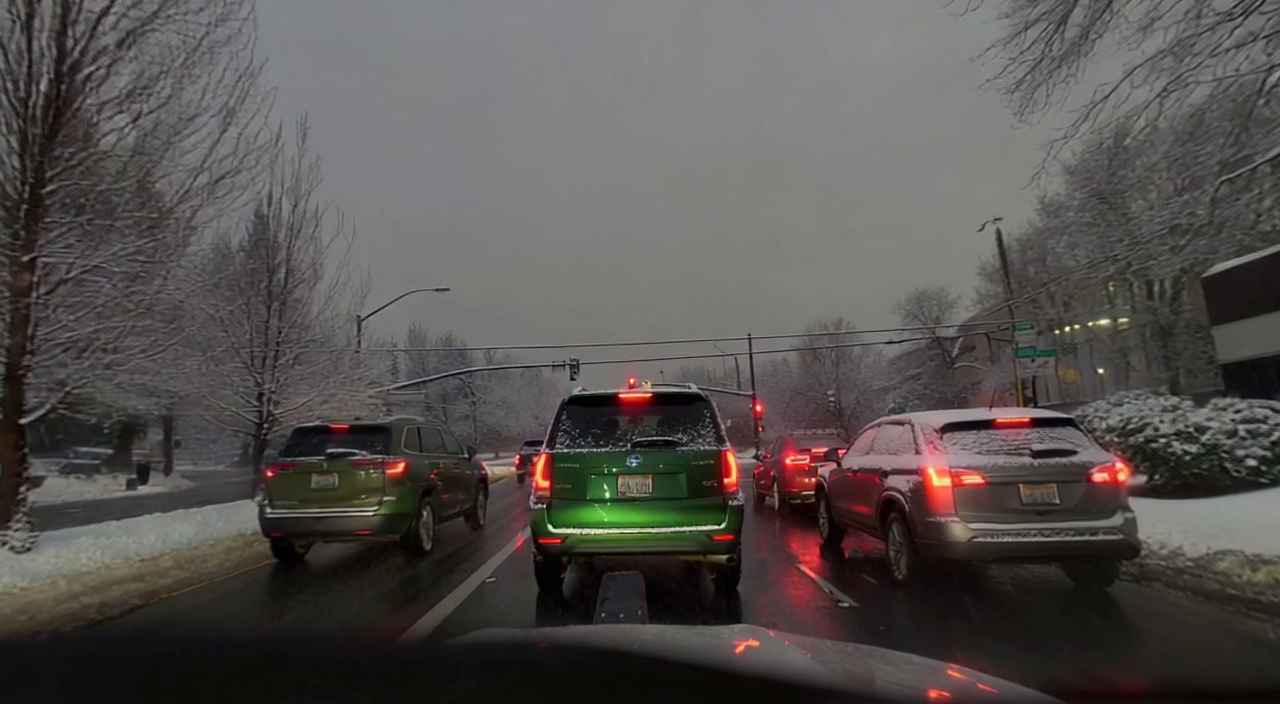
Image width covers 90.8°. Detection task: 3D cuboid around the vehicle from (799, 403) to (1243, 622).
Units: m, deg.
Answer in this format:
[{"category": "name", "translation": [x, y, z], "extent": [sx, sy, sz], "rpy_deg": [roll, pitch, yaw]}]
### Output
[{"category": "vehicle", "translation": [3.467, 1.546, 7.048], "extent": [2.202, 1.657, 4.298], "rpy_deg": [0, -9, -1]}]

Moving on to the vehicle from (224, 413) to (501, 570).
[{"category": "vehicle", "translation": [-3.391, 1.779, 8.771], "extent": [1.961, 1.639, 4.064], "rpy_deg": [0, -9, 0]}]

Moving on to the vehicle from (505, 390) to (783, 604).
[{"category": "vehicle", "translation": [0.018, 1.490, 7.252], "extent": [2.294, 1.761, 3.857], "rpy_deg": [0, -9, -1]}]

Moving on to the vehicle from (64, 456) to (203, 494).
[{"category": "vehicle", "translation": [-22.339, 5.413, 28.186], "extent": [2.312, 1.443, 4.684], "rpy_deg": [0, -9, 1]}]
